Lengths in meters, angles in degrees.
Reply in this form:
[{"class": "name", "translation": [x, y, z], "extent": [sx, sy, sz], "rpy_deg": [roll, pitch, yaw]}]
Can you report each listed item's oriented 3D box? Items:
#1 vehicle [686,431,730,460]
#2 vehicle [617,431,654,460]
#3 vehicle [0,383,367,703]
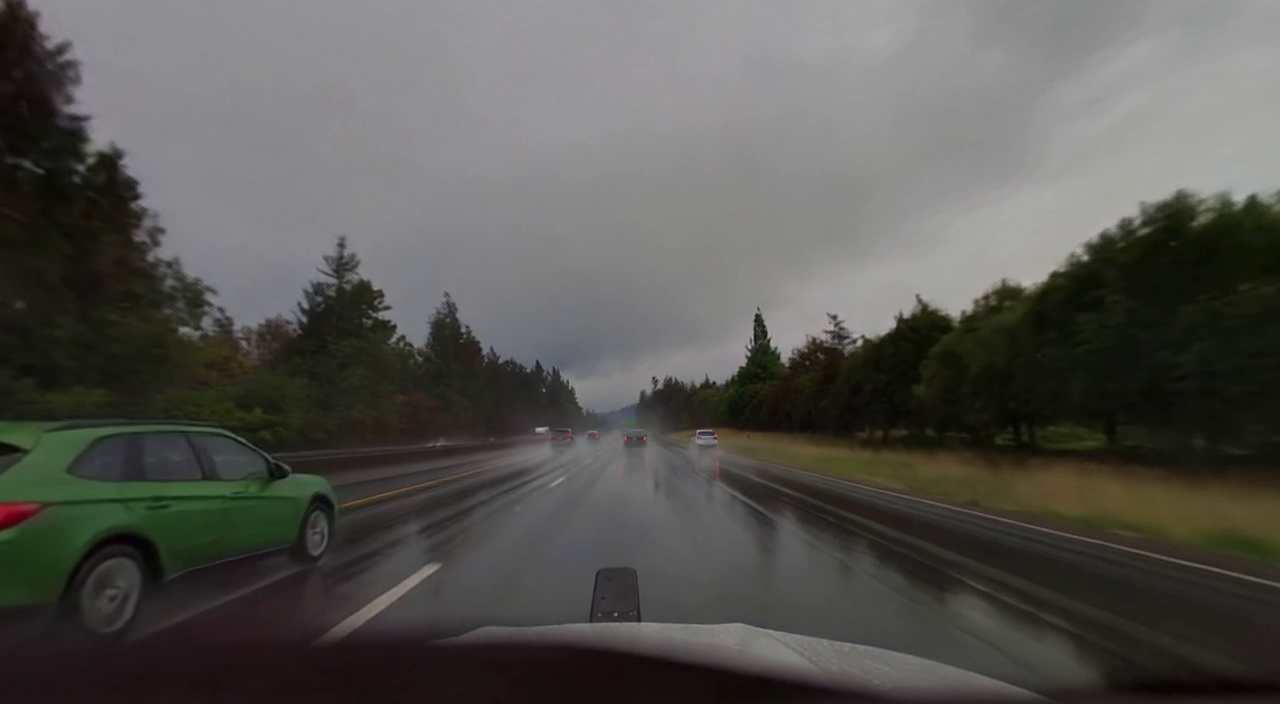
[{"class": "vehicle", "translation": [3.701, 5.122, 34.857], "extent": [1.841, 1.491, 3.869], "rpy_deg": [0, -8, -2]}, {"class": "vehicle", "translation": [-0.273, 4.931, 33.510], "extent": [1.869, 1.466, 3.356], "rpy_deg": [0, -8, -1]}, {"class": "vehicle", "translation": [-3.969, 1.108, 4.418], "extent": [2.023, 1.512, 4.804], "rpy_deg": [0, -8, -1]}]
